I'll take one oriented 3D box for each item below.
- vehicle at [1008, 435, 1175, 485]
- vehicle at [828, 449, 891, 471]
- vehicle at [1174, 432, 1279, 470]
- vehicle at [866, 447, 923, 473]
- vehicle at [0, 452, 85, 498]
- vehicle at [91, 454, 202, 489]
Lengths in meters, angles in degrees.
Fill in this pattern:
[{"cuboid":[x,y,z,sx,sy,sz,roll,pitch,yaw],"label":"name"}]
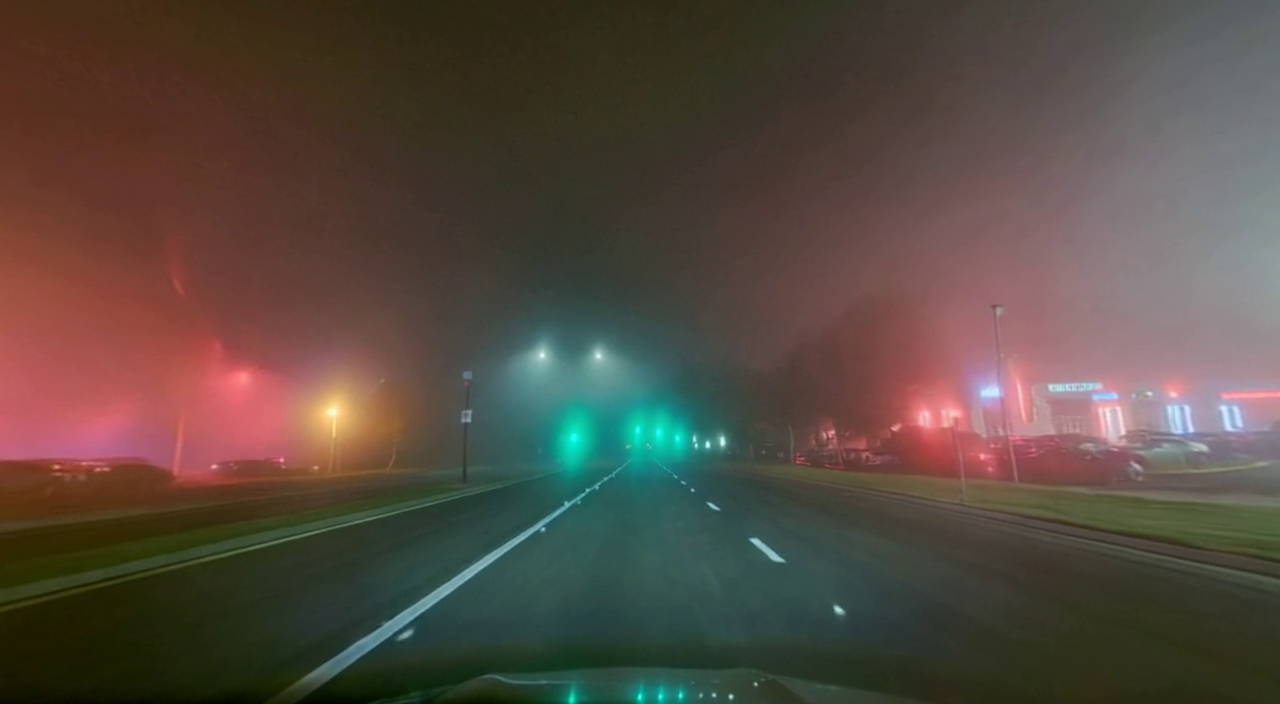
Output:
[{"cuboid":[17.080,4.084,23.938,4.720,1.769,2.229,1,-9,-6],"label":"vehicle"},{"cuboid":[16.941,8.278,48.439,4.313,1.584,2.282,5,-10,-29],"label":"vehicle"},{"cuboid":[29.602,4.876,31.094,4.342,1.641,1.975,-3,-9,0],"label":"vehicle"},{"cuboid":[18.943,7.976,46.627,3.754,1.844,2.002,5,-11,-32],"label":"vehicle"},{"cuboid":[-31.319,6.157,31.690,2.160,2.118,4.989,0,-9,-3],"label":"vehicle"},{"cuboid":[-29.029,7.016,37.260,2.199,1.859,5.442,0,-9,-1],"label":"vehicle"}]
